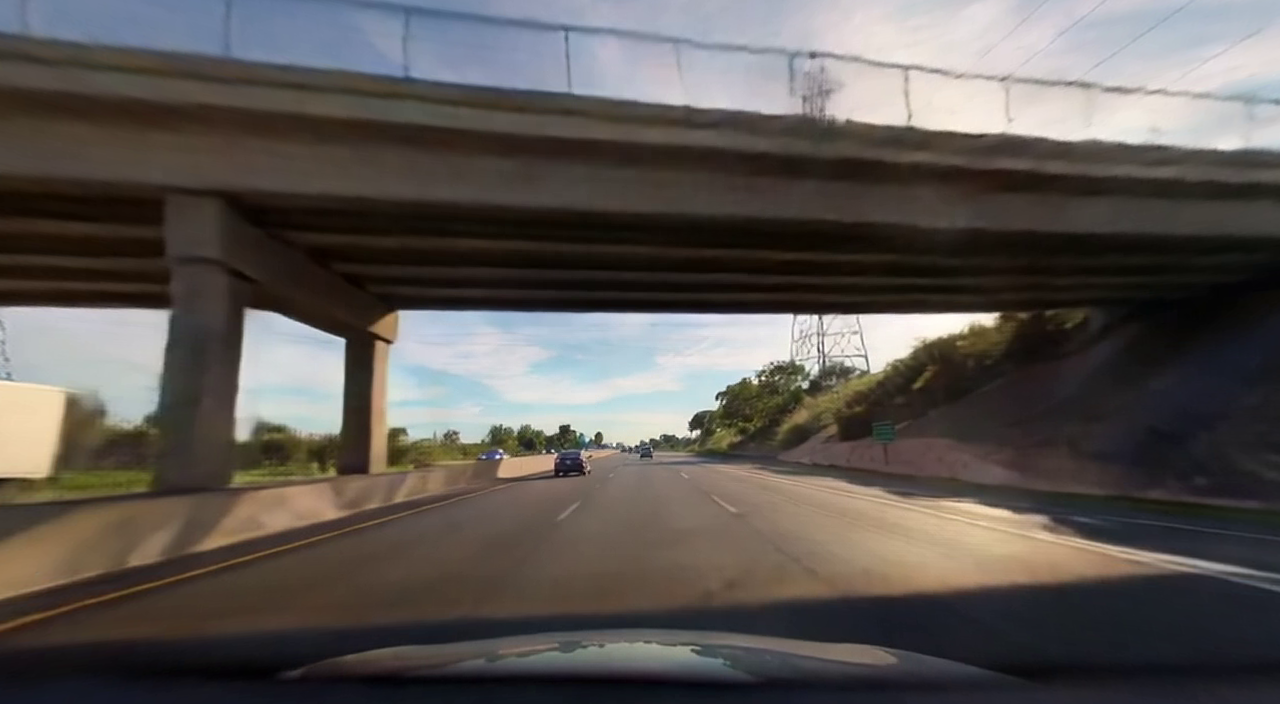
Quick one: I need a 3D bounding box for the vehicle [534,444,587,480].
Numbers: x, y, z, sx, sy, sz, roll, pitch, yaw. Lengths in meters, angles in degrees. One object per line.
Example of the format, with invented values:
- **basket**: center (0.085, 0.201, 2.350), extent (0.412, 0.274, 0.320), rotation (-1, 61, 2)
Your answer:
- **vehicle**: center (-3.717, 5.242, 30.221), extent (1.924, 1.550, 4.165), rotation (0, -9, 1)
